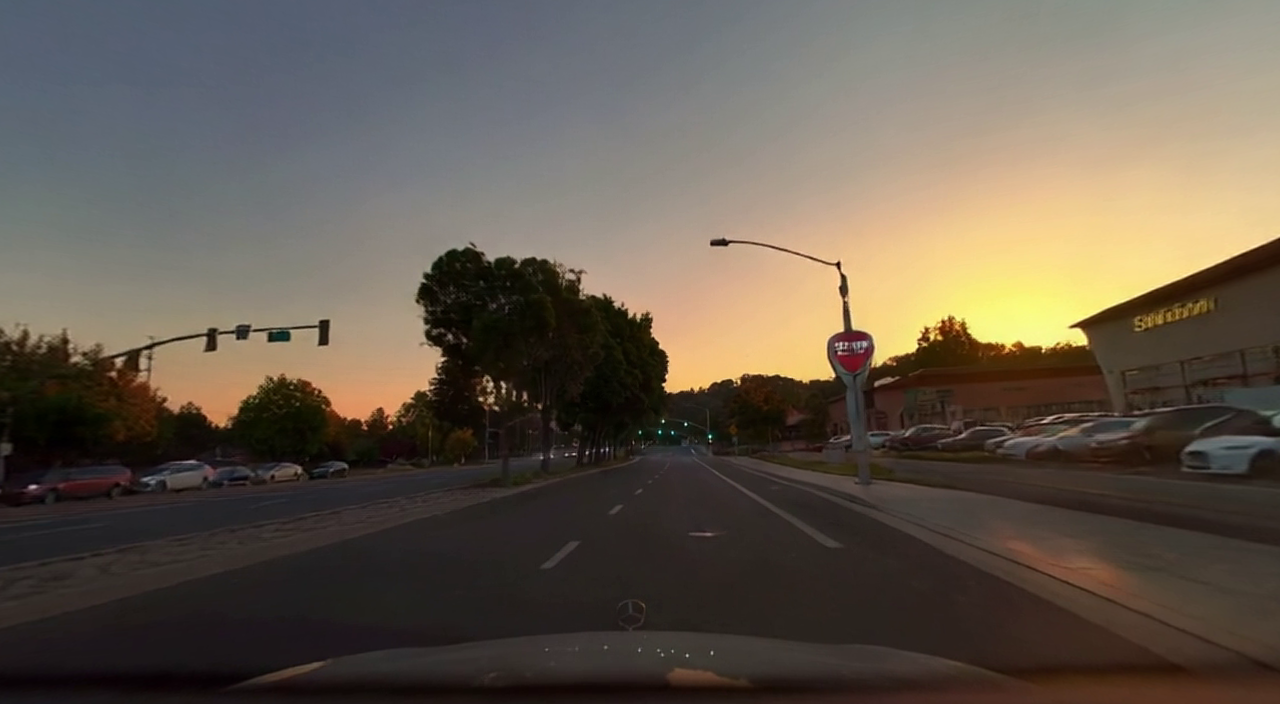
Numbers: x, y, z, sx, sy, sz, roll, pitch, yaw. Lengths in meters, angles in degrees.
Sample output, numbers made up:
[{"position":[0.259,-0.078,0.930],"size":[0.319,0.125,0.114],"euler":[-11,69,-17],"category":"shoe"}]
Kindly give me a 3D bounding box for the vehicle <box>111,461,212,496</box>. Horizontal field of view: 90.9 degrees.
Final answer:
[{"position":[-28.008,7.371,37.086],"size":[2.009,1.798,4.673],"euler":[-1,-8,4],"category":"vehicle"}]

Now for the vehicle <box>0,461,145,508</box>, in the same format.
[{"position":[-22.634,5.196,25.072],"size":[1.918,1.503,4.632],"euler":[-6,-10,5],"category":"vehicle"}]

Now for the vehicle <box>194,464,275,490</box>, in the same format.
[{"position":[-24.512,7.545,38.302],"size":[1.827,1.370,4.191],"euler":[-1,-8,6],"category":"vehicle"}]
